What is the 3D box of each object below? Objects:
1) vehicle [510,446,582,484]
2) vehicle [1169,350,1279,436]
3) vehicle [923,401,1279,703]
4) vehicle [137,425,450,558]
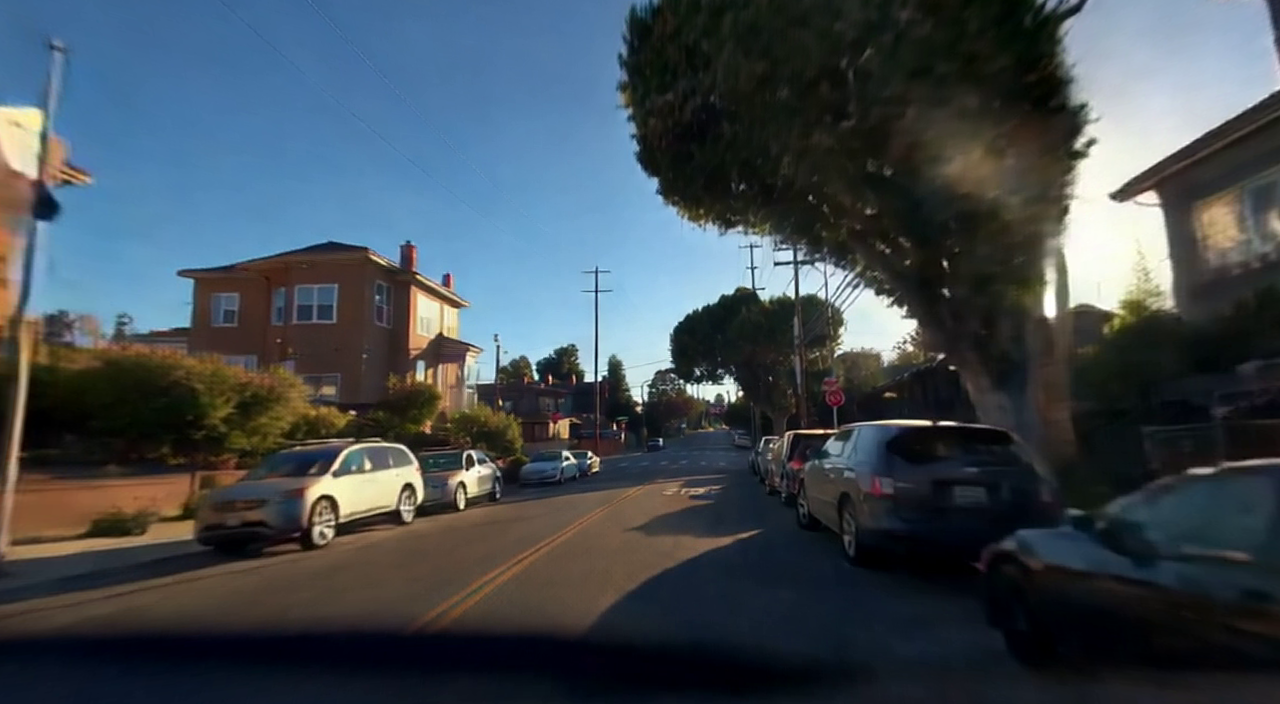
[{"bbox_3d":[-4.000,4.908,27.769,2.098,1.454,4.449,-1,-8,5],"label":"vehicle"},{"bbox_3d":[12.082,0.666,10.749,1.870,1.454,4.808,0,-8,-2],"label":"vehicle"},{"bbox_3d":[3.034,0.917,2.150,1.873,1.489,4.761,0,-8,-1],"label":"vehicle"},{"bbox_3d":[-6.117,2.516,12.443,2.359,1.947,5.833,-1,-8,7],"label":"vehicle"}]
